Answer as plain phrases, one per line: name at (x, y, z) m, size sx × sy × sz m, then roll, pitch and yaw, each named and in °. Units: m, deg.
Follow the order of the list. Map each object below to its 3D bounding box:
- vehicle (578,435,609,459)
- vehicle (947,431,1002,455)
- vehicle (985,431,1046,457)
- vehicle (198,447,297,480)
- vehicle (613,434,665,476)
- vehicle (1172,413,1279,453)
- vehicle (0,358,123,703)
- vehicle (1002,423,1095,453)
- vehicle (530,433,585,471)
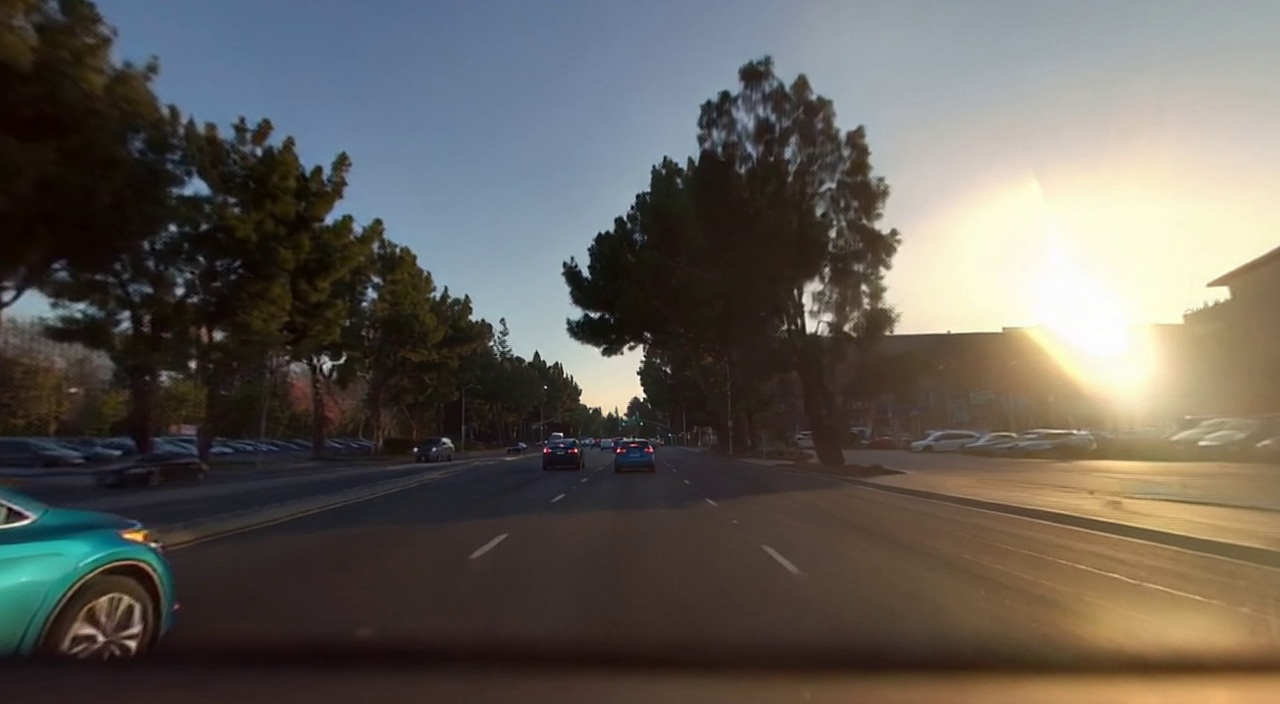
vehicle at (-3.602, 7.465, 49.315) m, size 2.047 × 1.810 × 4.414 m, roll 0°, pitch -8°, yaw 1°
vehicle at (19.927, 5.440, 37.549) m, size 1.466 × 1.357 × 3.288 m, roll 0°, pitch -8°, yaw 0°
vehicle at (22.356, 5.463, 37.469) m, size 1.487 × 1.361 × 3.317 m, roll -1°, pitch -6°, yaw -1°
vehicle at (-19.637, 5.563, 31.669) m, size 2.039 × 1.497 × 4.561 m, roll 0°, pitch -8°, yaw 0°
vehicle at (-0.051, 4.354, 26.810) m, size 2.042 × 1.641 × 4.187 m, roll 0°, pitch -8°, yaw 0°
vehicle at (30.256, 4.033, 31.189) m, size 5.405 × 1.896 × 2.219 m, roll 0°, pitch -8°, yaw 3°
vehicle at (-3.733, 0.627, 1.101) m, size 2.070 × 1.641 × 4.152 m, roll 0°, pitch -8°, yaw 0°
vehicle at (24.195, 5.177, 37.424) m, size 2.079 × 1.656 × 4.564 m, roll 1°, pitch -10°, yaw -8°
vehicle at (-3.980, 4.916, 30.975) m, size 2.113 × 1.713 × 4.422 m, roll 0°, pitch -8°, yaw 0°
